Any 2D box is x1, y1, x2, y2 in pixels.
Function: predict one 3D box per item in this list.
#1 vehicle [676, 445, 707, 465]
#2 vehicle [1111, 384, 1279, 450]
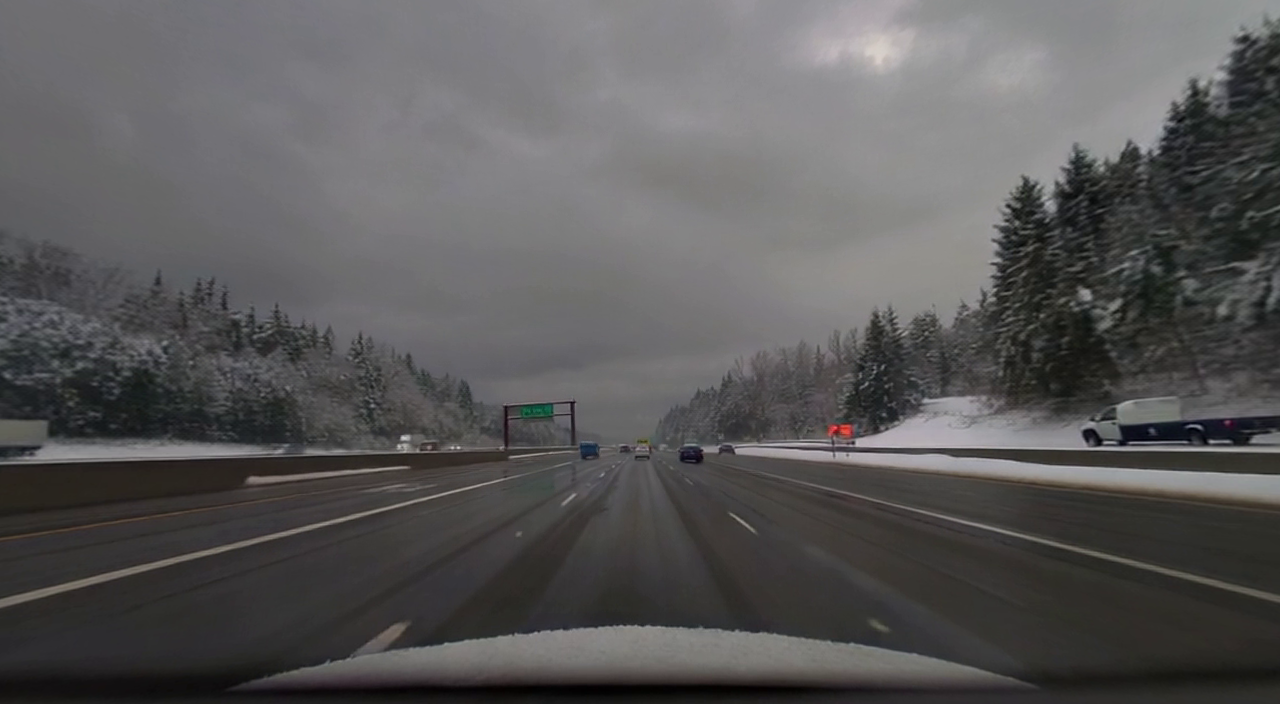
[{"bbox_3d":[3.972,8.021,49.256,2.076,1.506,4.050,0,-9,1],"label":"vehicle"},{"bbox_3d":[42.177,5.079,46.284,2.955,4.183,15.830,0,-9,0],"label":"vehicle"}]
